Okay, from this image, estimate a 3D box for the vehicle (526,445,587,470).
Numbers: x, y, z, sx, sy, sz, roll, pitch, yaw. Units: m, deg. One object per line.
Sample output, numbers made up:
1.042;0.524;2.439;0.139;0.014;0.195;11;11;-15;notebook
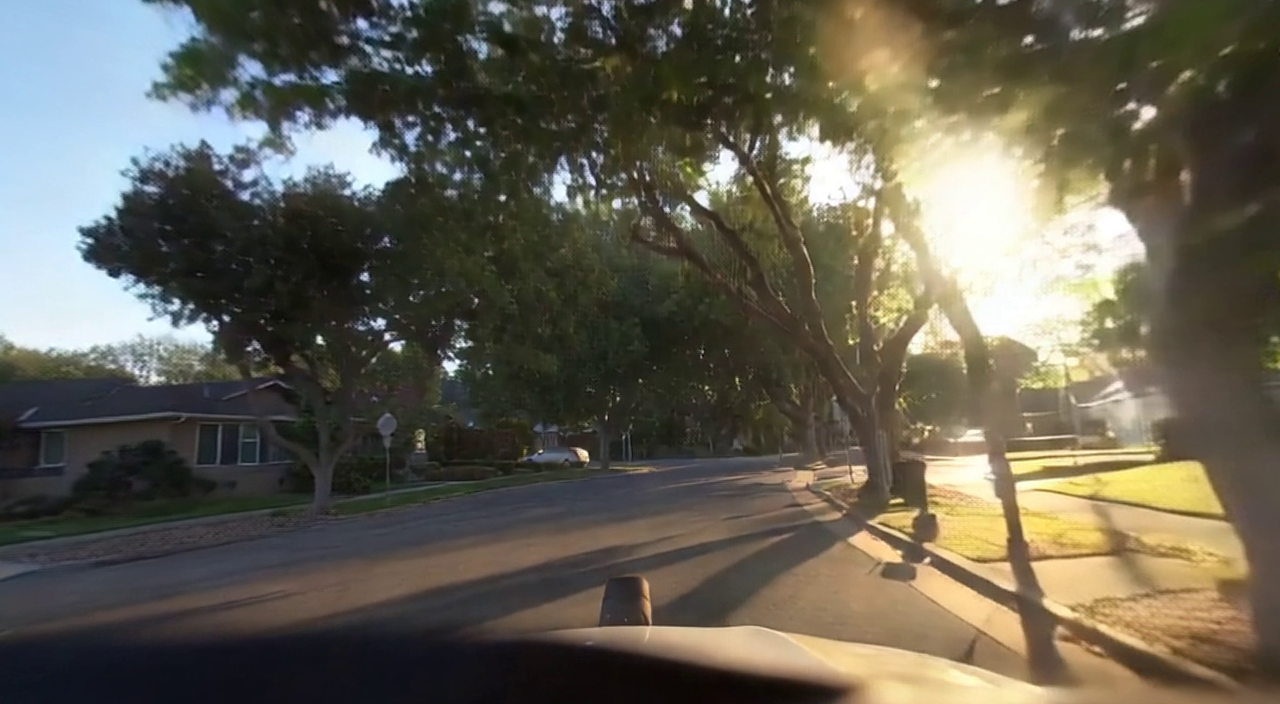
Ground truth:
-5.967;7.552;45.299;4.252;1.681;1.854;1;-8;-6;vehicle
